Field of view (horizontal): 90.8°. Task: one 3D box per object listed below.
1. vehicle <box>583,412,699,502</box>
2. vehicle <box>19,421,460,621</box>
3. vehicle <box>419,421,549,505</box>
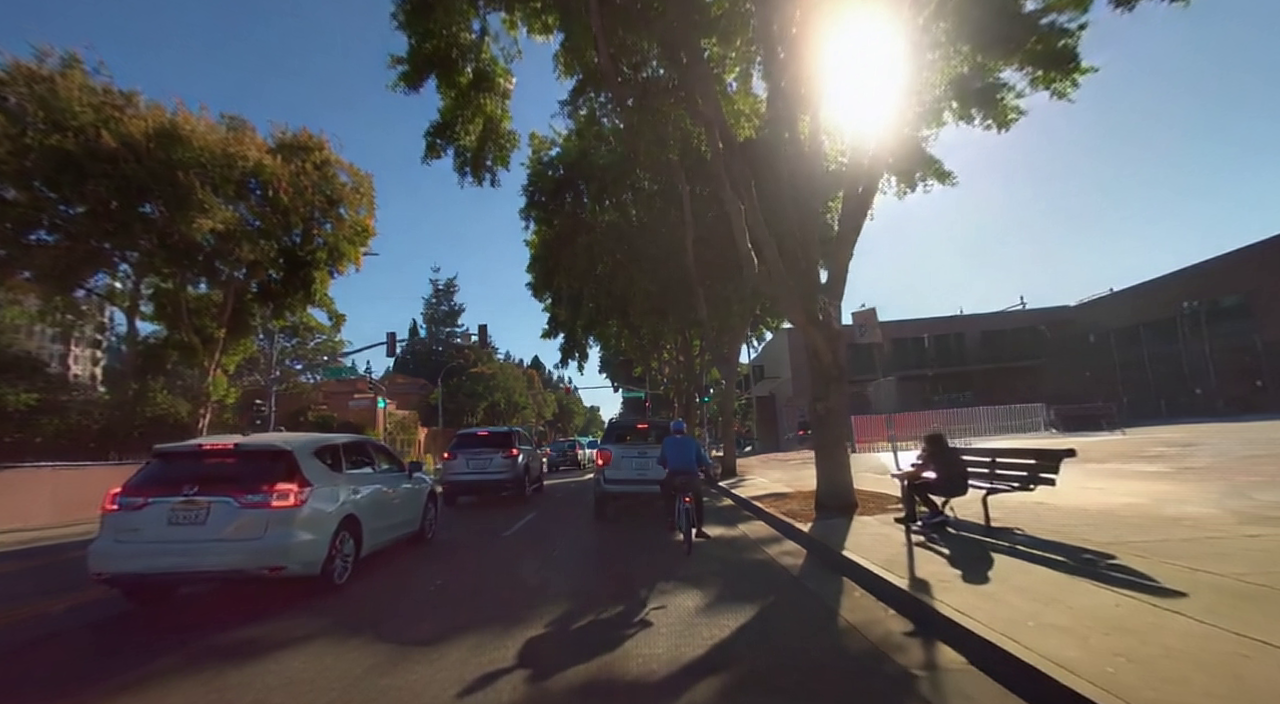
[{"bbox_3d":[-0.015,2.589,15.882,2.426,1.882,5.027,0,-9,-1],"label":"vehicle"},{"bbox_3d":[-3.614,1.586,6.887,2.064,1.486,4.140,0,-9,0],"label":"vehicle"},{"bbox_3d":[-3.634,2.689,15.651,2.046,1.750,4.452,0,-9,0],"label":"vehicle"}]
